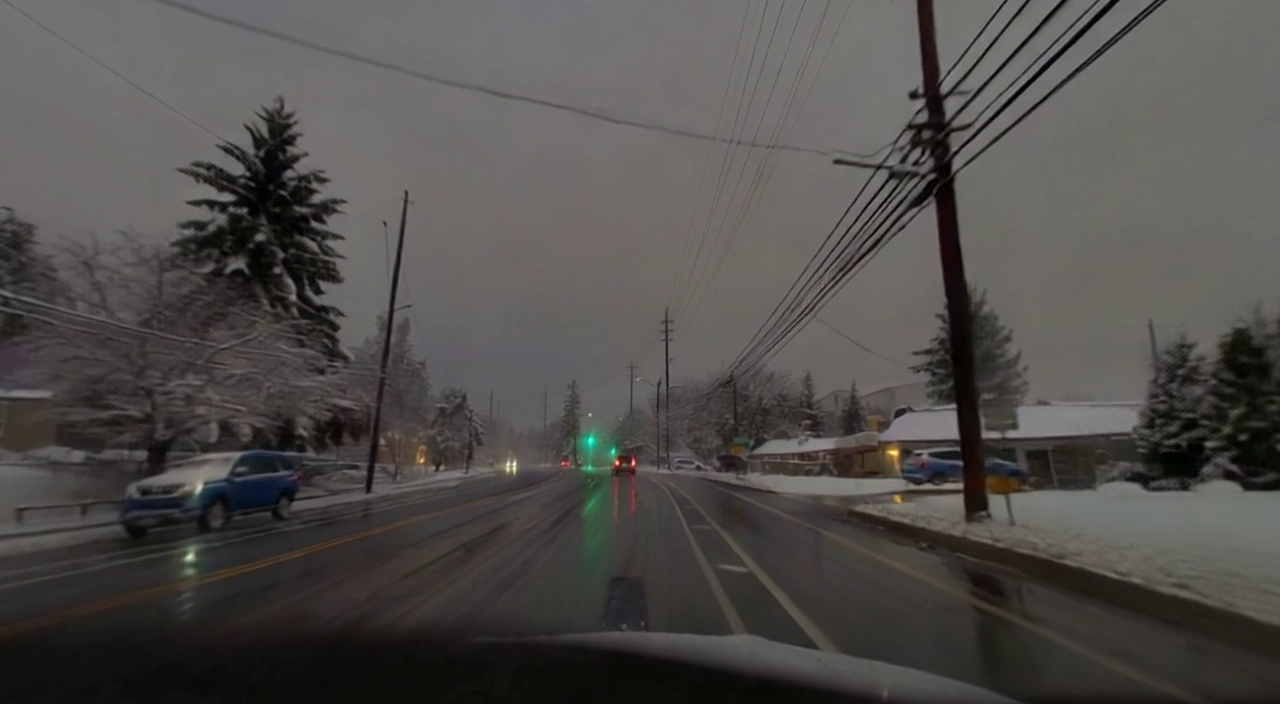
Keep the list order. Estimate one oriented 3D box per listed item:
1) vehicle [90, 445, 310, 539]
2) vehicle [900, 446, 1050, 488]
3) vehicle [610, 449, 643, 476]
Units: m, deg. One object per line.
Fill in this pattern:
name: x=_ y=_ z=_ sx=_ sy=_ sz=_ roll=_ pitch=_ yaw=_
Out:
vehicle: x=-11.143 y=3.487 z=16.623 sx=1.998 sy=2.047 sz=5.167 roll=0 pitch=-8 yaw=0
vehicle: x=12.745 y=4.381 z=24.201 sx=4.648 sy=1.511 sz=1.919 roll=0 pitch=-8 yaw=-2
vehicle: x=-0.928 y=8.204 z=46.970 sx=2.284 sy=1.741 sz=4.702 roll=2 pitch=-8 yaw=1
